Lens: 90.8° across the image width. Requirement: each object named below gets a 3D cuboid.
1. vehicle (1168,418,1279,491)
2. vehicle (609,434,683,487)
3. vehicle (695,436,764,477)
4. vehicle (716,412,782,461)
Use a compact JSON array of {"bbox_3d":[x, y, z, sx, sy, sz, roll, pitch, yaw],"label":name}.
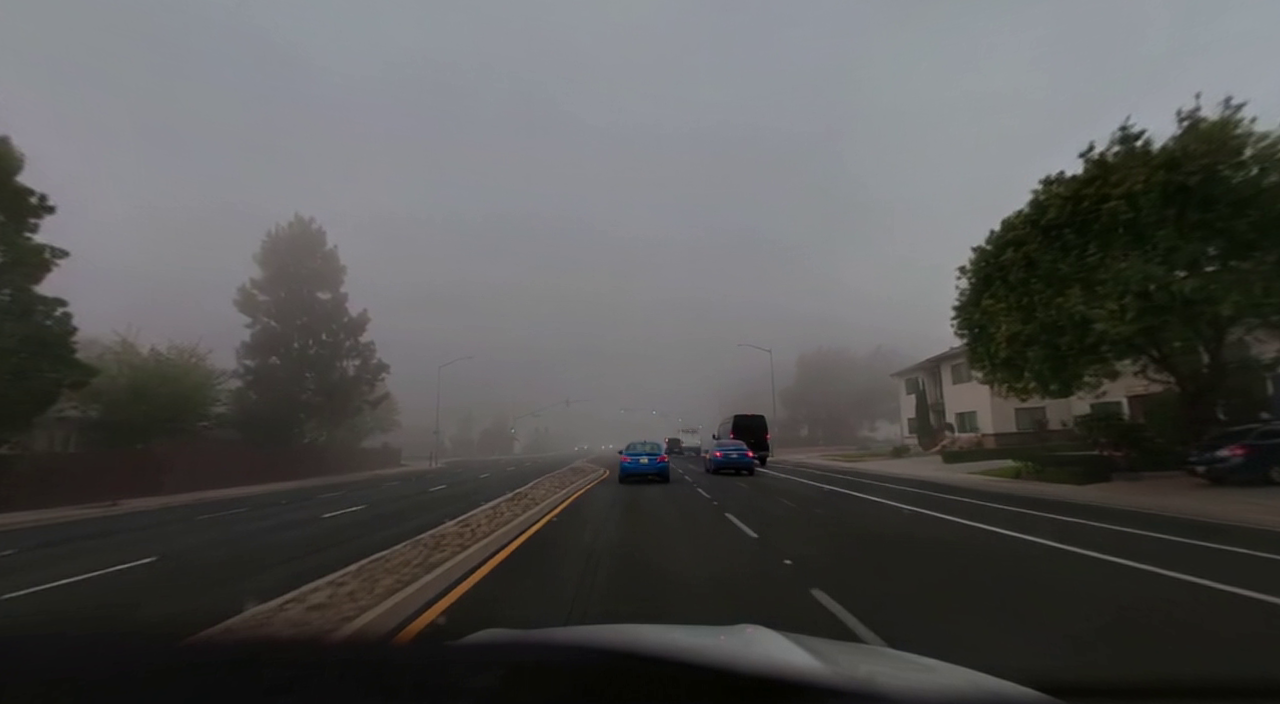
[{"bbox_3d":[15.217,2.325,14.513,4.456,1.520,1.911,0,-9,-3],"label":"vehicle"},{"bbox_3d":[0.174,3.391,19.996,2.093,1.497,4.010,0,-9,0],"label":"vehicle"},{"bbox_3d":[3.555,4.261,26.042,2.161,1.519,4.568,0,-9,0],"label":"vehicle"},{"bbox_3d":[7.891,6.476,47.725,2.940,3.202,12.480,0,-9,1],"label":"vehicle"}]
